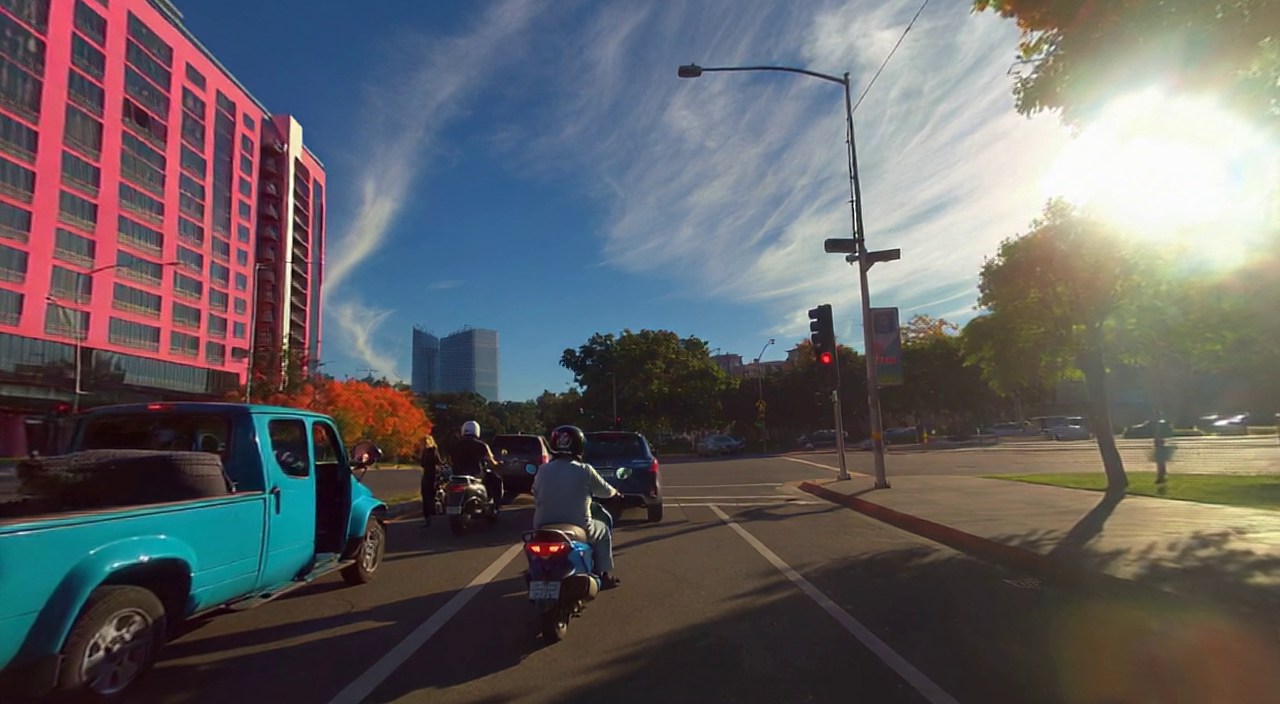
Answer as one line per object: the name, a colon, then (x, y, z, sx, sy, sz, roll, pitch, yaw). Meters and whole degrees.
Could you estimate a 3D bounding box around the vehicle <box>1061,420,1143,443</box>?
vehicle: (30.830, 5.332, 42.105, 1.751, 1.420, 4.027, 8, -12, -43)

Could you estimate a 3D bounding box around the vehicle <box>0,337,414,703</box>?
vehicle: (-3.579, 1.166, 4.612, 2.000, 1.809, 4.855, 0, -9, 0)

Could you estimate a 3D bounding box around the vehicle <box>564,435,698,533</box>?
vehicle: (-0.102, 2.305, 11.620, 2.025, 1.458, 4.085, -1, -9, 1)

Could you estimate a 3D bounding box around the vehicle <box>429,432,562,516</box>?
vehicle: (-3.093, 2.711, 14.449, 1.935, 1.615, 4.073, -1, -9, 2)

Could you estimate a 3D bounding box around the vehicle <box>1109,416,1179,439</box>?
vehicle: (37.086, 5.600, 46.415, 1.716, 1.543, 3.682, 8, -12, -41)
